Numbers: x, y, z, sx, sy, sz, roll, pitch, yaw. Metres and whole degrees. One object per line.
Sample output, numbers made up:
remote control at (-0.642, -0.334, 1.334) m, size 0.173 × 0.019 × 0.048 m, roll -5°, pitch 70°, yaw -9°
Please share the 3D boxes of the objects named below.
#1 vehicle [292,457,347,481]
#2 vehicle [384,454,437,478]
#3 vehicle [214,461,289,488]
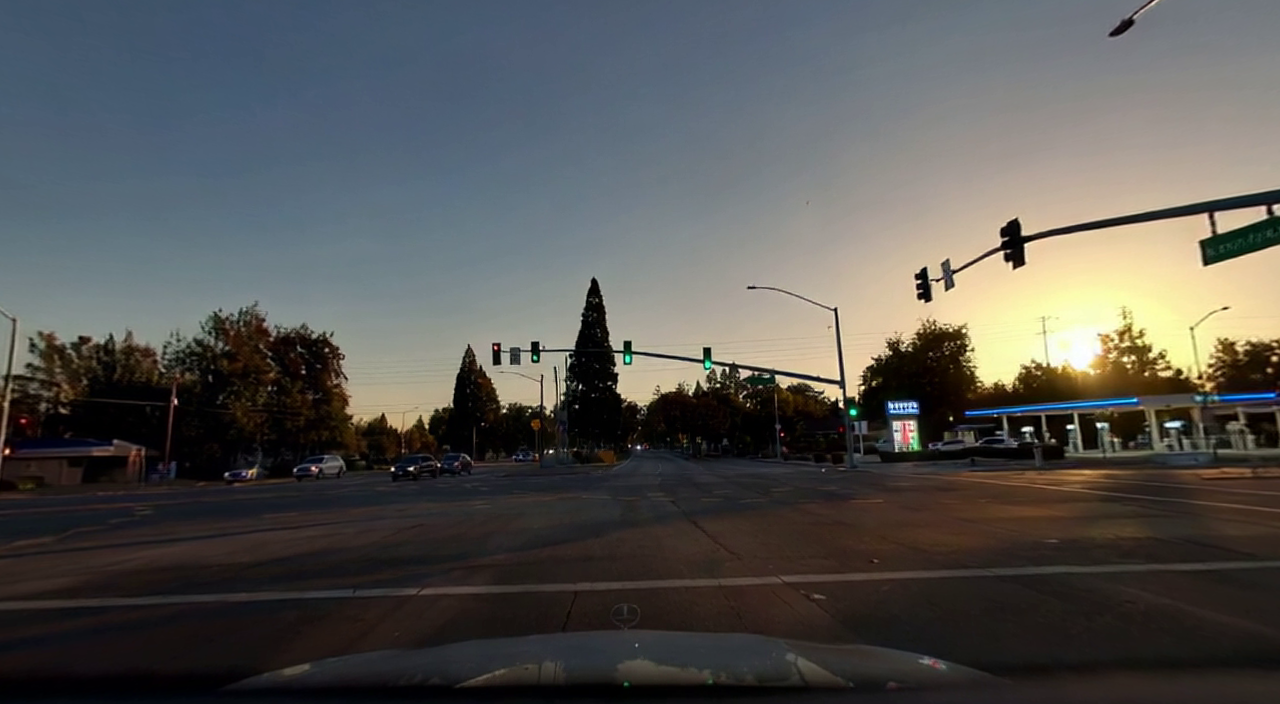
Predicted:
vehicle at (-24.785, 9.022, 49.027) m, size 2.098 × 1.684 × 4.388 m, roll 0°, pitch -9°, yaw -2°
vehicle at (-15.331, 7.630, 42.520) m, size 1.920 × 1.434 × 4.328 m, roll 0°, pitch -9°, yaw 0°
vehicle at (-24.695, 7.777, 40.358) m, size 1.895 × 1.483 × 4.790 m, roll 0°, pitch -9°, yaw -2°
